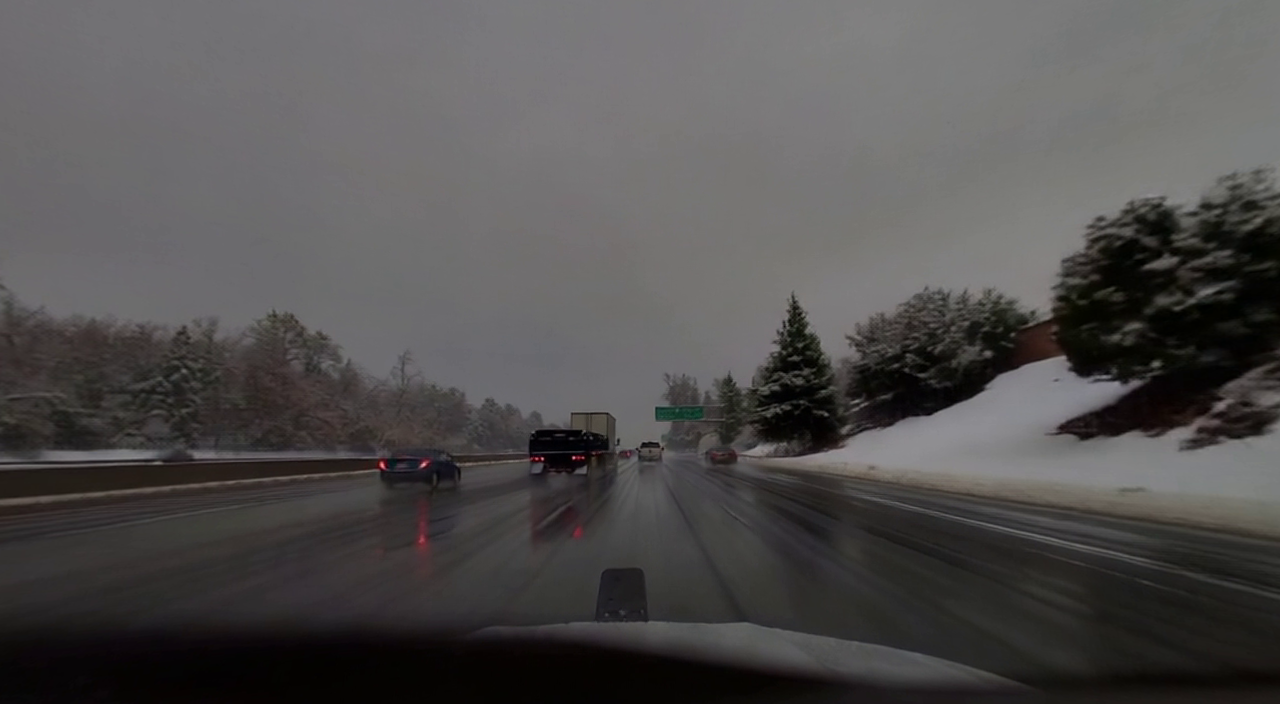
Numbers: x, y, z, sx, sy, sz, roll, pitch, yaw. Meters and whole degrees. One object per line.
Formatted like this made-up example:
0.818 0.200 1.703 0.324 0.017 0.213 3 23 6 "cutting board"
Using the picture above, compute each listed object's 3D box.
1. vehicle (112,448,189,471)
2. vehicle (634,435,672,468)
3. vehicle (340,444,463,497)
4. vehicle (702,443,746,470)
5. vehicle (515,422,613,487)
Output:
-34.667 7.620 44.859 1.771 1.463 4.484 -1 -8 2 "vehicle"
0.880 6.465 41.096 2.309 2.023 5.130 -1 -8 1 "vehicle"
-7.286 3.638 19.873 1.965 1.437 4.592 -1 -8 1 "vehicle"
4.897 6.146 37.269 1.993 1.474 4.230 0 -8 0 "vehicle"
-3.192 5.050 31.845 2.854 2.379 16.653 0 -9 0 "vehicle"
